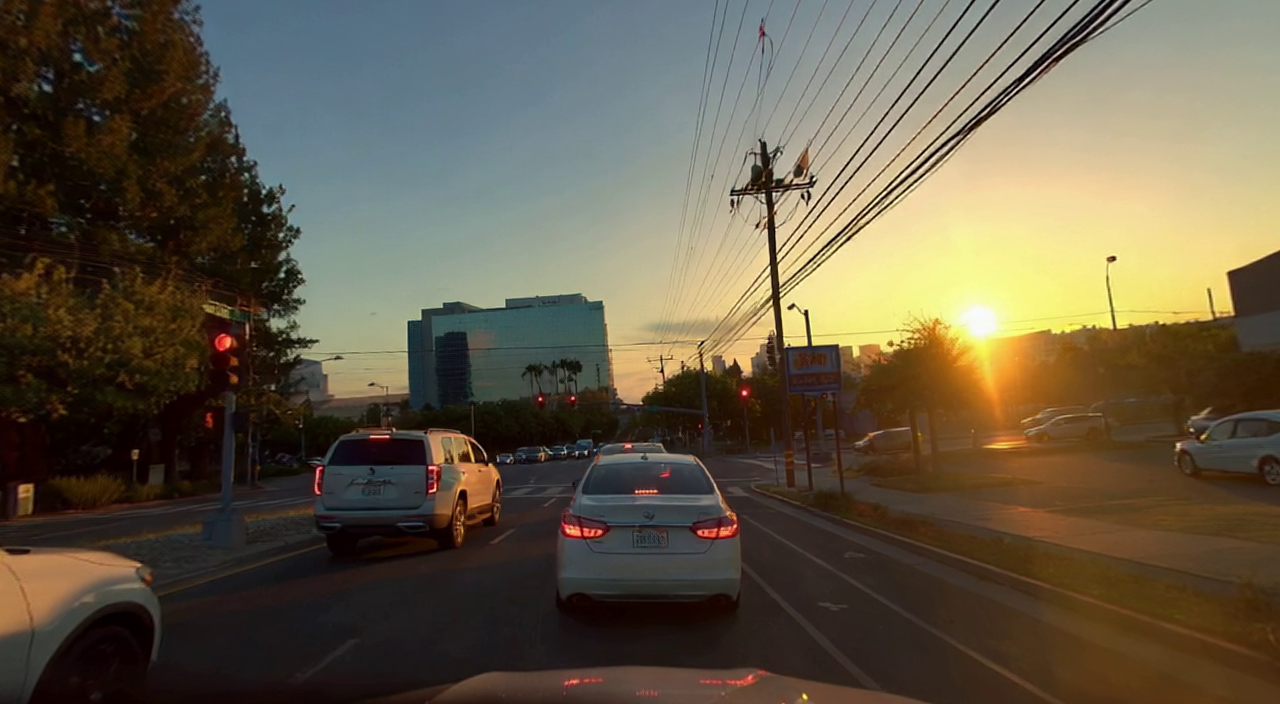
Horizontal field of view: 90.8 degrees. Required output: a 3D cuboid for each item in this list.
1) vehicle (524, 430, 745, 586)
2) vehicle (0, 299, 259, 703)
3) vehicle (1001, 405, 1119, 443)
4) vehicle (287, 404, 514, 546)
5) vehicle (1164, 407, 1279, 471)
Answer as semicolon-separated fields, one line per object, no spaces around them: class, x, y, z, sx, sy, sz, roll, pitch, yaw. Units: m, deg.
vehicle;-0.098;1.803;8.140;2.121;1.474;3.968;0;-8;-1
vehicle;-3.592;0.630;1.530;2.085;1.943;5.053;0;-8;1
vehicle;26.832;4.643;40.508;5.782;2.286;2.223;-1;-9;4
vehicle;-3.849;2.088;11.370;2.147;1.963;4.927;0;-8;0
vehicle;17.023;2.544;18.283;1.858;1.622;4.491;-5;-10;28
